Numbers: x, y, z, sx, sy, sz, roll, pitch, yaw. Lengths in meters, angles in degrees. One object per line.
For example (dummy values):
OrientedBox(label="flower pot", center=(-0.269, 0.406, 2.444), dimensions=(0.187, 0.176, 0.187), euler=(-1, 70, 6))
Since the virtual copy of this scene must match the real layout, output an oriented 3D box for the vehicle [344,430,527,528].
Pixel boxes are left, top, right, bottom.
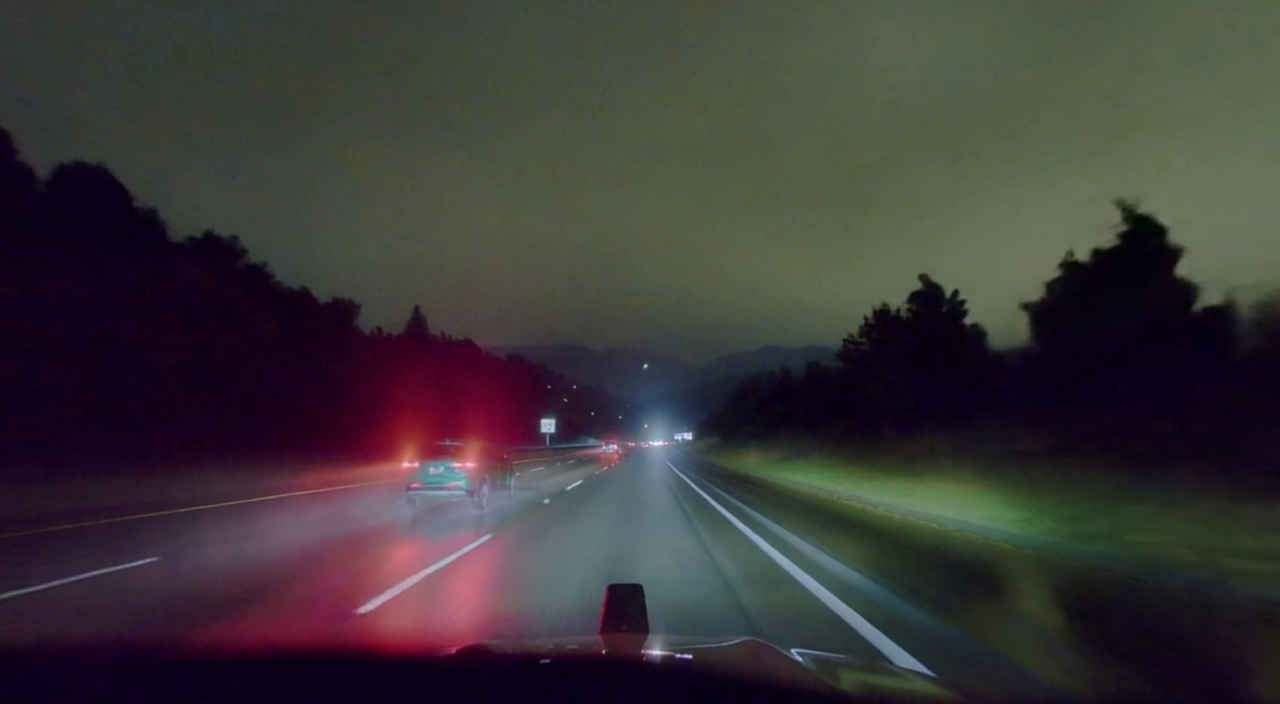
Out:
OrientedBox(label="vehicle", center=(-3.646, 2.324, 12.161), dimensions=(1.993, 1.538, 4.192), euler=(0, -8, 2))
